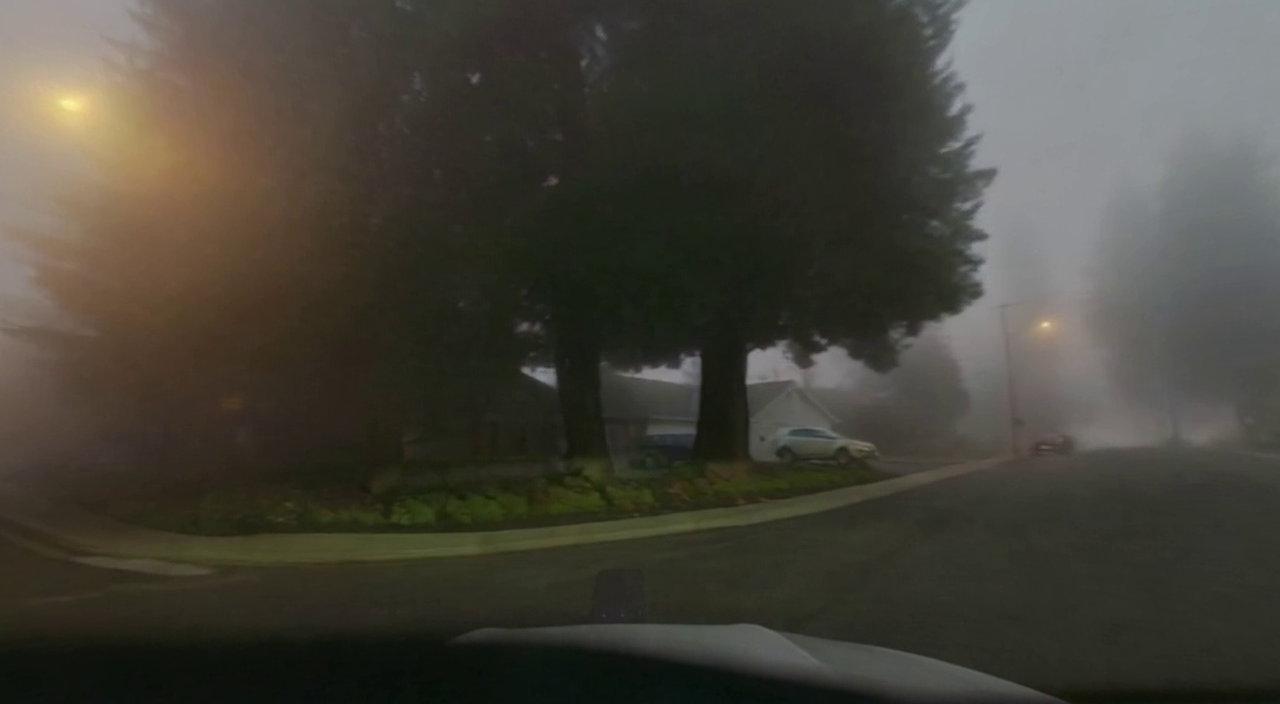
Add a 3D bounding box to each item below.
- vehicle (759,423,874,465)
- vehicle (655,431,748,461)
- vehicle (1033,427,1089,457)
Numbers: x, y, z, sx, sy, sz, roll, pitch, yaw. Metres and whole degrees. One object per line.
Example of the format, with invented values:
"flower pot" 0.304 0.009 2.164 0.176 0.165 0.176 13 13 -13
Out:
"vehicle" 7.934 4.183 28.640 4.559 1.745 1.918 -6 -10 36
"vehicle" 3.147 4.896 32.866 4.531 1.470 1.855 -7 -11 39
"vehicle" 26.566 5.668 39.817 2.319 1.758 4.545 -7 -11 39
